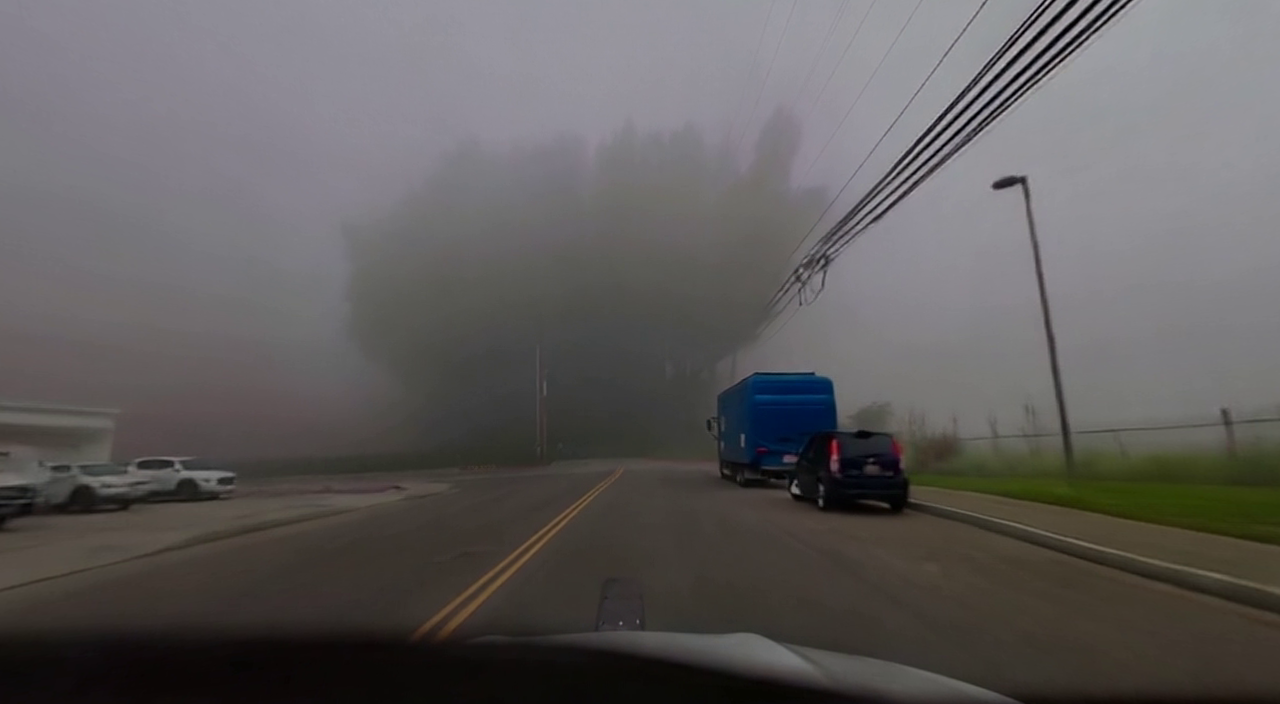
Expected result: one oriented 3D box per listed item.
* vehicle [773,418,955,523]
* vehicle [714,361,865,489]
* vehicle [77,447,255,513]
[{"bbox_3d":[4.180,2.278,12.676,1.892,1.696,4.332,0,-8,-2],"label":"vehicle"},{"bbox_3d":[4.284,2.489,20.195,3.058,3.269,7.674,-1,-9,1],"label":"vehicle"},{"bbox_3d":[-14.243,3.808,19.432,2.078,1.674,4.652,0,-8,-4],"label":"vehicle"}]
